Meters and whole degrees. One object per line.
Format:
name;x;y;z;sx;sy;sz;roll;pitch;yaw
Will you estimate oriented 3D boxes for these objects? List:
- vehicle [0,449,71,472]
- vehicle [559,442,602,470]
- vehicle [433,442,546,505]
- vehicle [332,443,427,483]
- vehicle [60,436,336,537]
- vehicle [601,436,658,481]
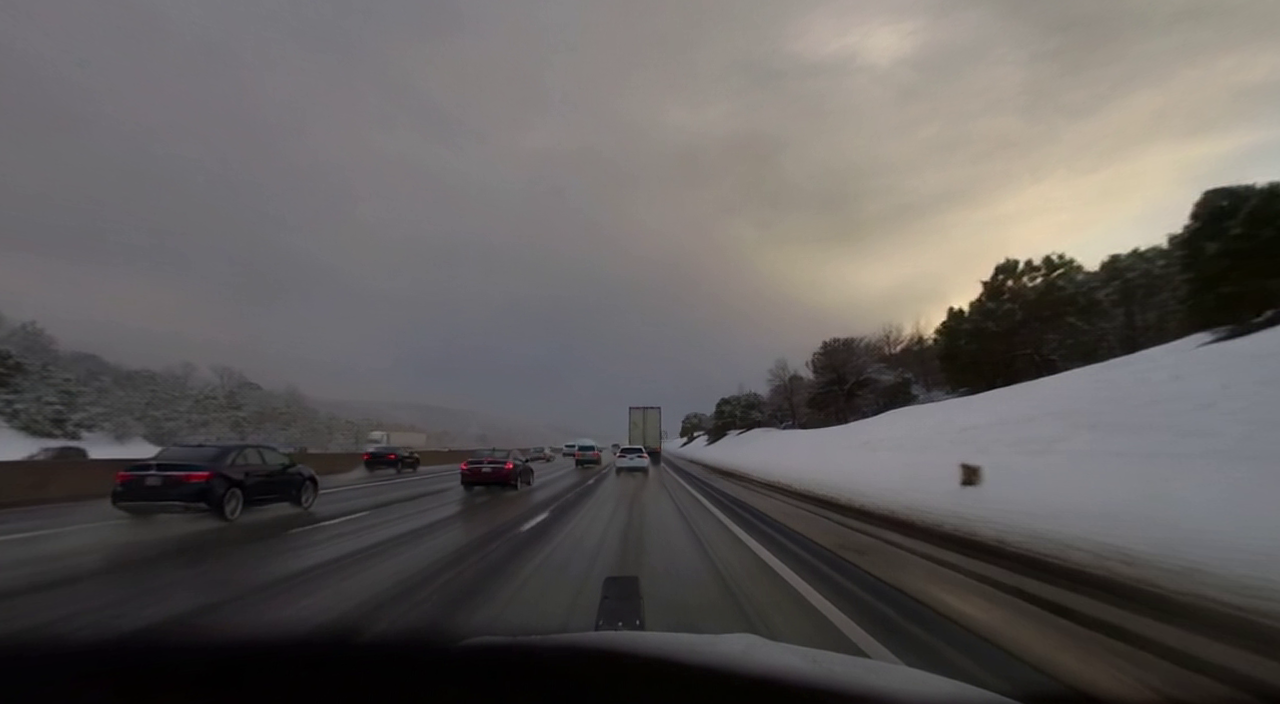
vehicle;-42.525;7.530;43.848;1.780;1.514;4.281;0;-9;0
vehicle;-3.678;6.512;39.582;2.155;1.661;4.477;0;-9;1
vehicle;-3.949;3.263;17.409;1.943;1.468;4.547;0;-9;1
vehicle;-10.679;4.575;26.260;1.950;1.507;4.527;0;-9;1
vehicle;-7.779;2.373;11.752;2.029;1.507;4.204;0;-9;1
vehicle;-0.415;4.638;27.674;2.281;1.795;4.297;0;-9;0
